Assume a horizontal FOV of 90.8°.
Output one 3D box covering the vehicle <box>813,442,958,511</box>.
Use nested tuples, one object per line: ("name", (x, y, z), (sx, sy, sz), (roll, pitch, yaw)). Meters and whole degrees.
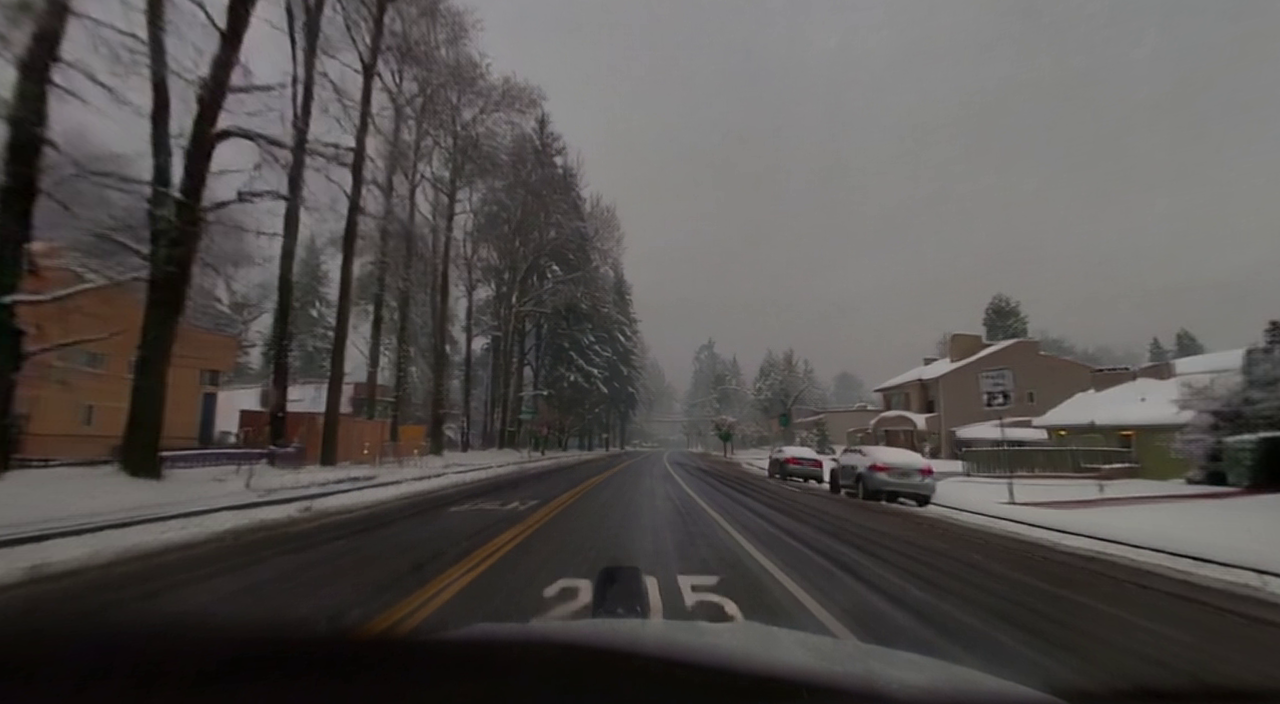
("vehicle", (6.168, 3.157, 16.564), (1.893, 1.543, 4.434), (0, -9, -2))
